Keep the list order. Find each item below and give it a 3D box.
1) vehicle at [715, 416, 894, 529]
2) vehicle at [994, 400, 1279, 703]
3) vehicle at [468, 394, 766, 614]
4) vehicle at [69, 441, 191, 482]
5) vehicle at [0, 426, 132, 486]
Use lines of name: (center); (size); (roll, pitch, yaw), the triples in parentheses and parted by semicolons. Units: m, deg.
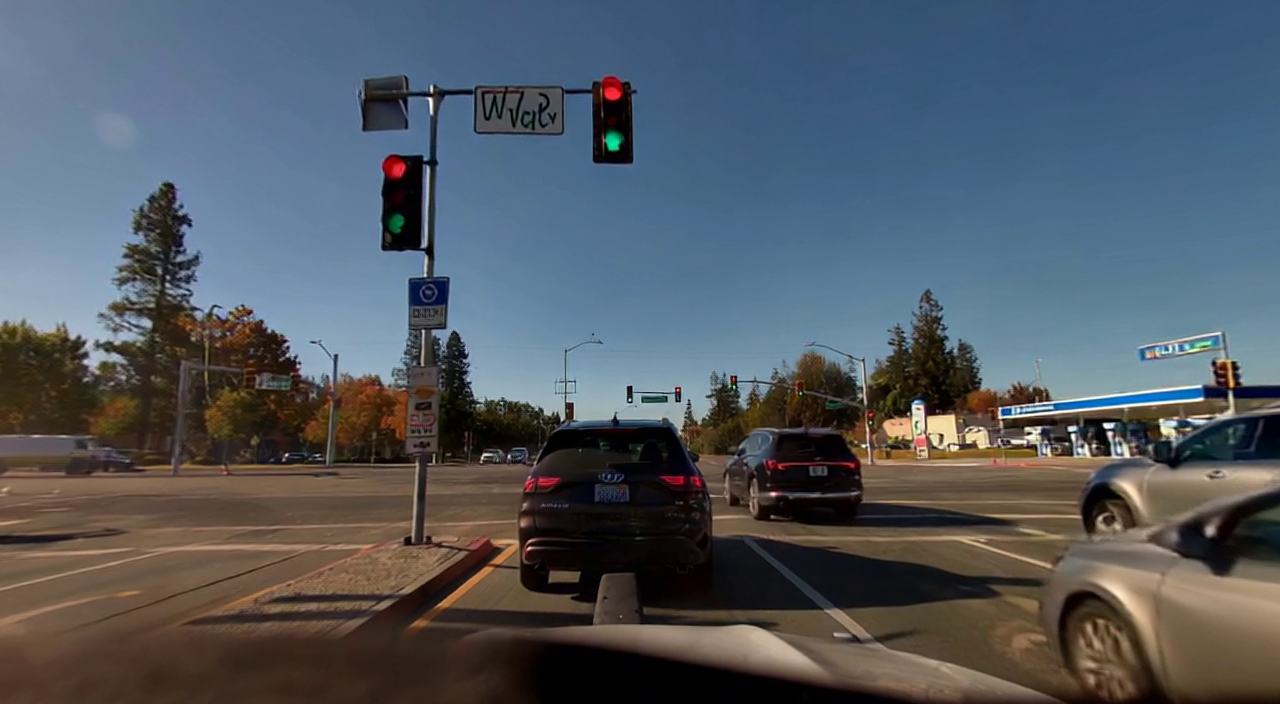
vehicle: (2.890, 2.244, 12.335); (2.060, 1.783, 4.411); (0, -9, -3)
vehicle: (3.089, 0.794, 1.405); (1.965, 1.460, 4.581); (0, -9, 0)
vehicle: (-0.212, 1.553, 7.406); (2.351, 1.733, 4.616); (0, -9, -1)
vehicle: (-26.650, 5.725, 33.130); (4.658, 1.911, 2.162); (-2, -9, 5)
vehicle: (-28.956, 5.013, 30.574); (6.772, 2.769, 2.305); (-1, -9, 3)
